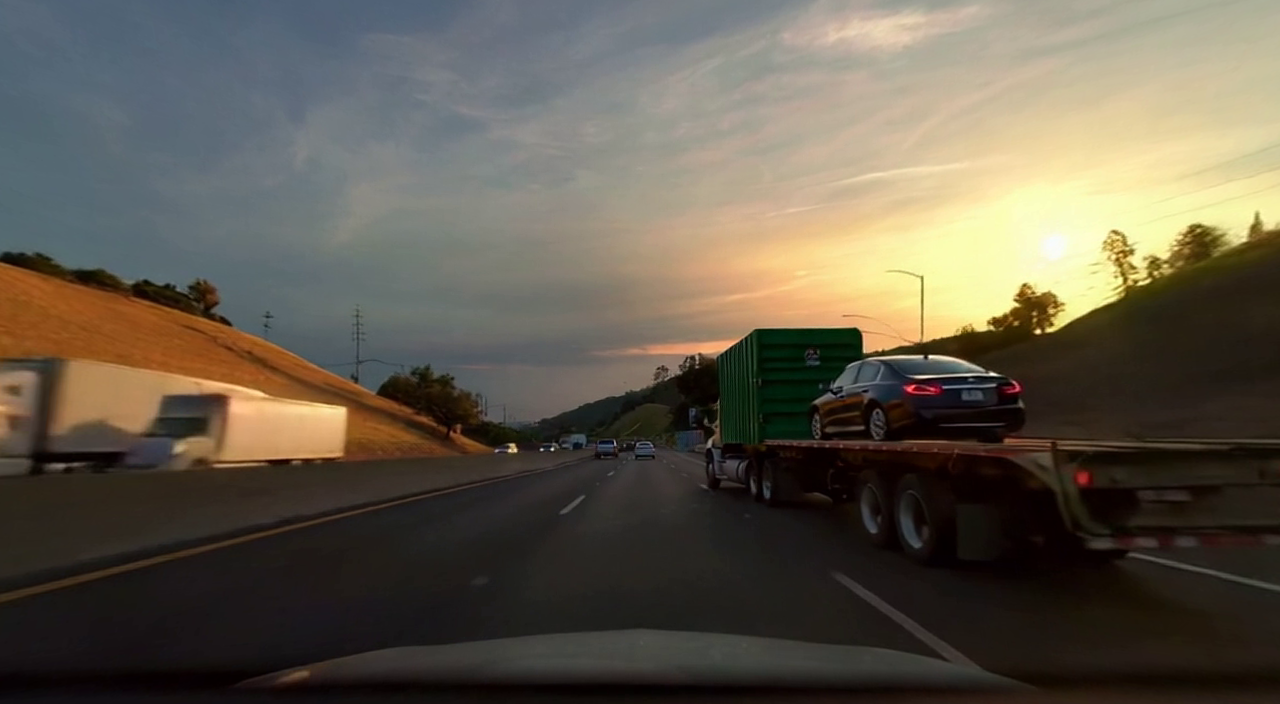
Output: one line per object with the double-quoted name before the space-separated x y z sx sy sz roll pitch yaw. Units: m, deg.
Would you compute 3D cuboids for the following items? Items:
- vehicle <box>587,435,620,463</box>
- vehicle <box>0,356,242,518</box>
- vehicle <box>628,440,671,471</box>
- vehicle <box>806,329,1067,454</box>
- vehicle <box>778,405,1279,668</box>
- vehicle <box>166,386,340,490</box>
"vehicle" -2.807 7.630 49.525 2.142 2.044 4.446 -1 -9 2
"vehicle" -14.147 2.269 16.477 2.877 3.333 6.800 0 -9 0
"vehicle" 0.459 5.302 32.366 2.086 1.497 3.681 0 -9 0
"vehicle" 4.217 0.803 9.923 1.968 1.547 4.215 0 -9 -1
"vehicle" 4.302 1.853 8.632 2.654 1.574 9.537 0 -9 0
"vehicle" -14.127 3.266 23.670 2.638 3.391 5.802 0 -9 1
